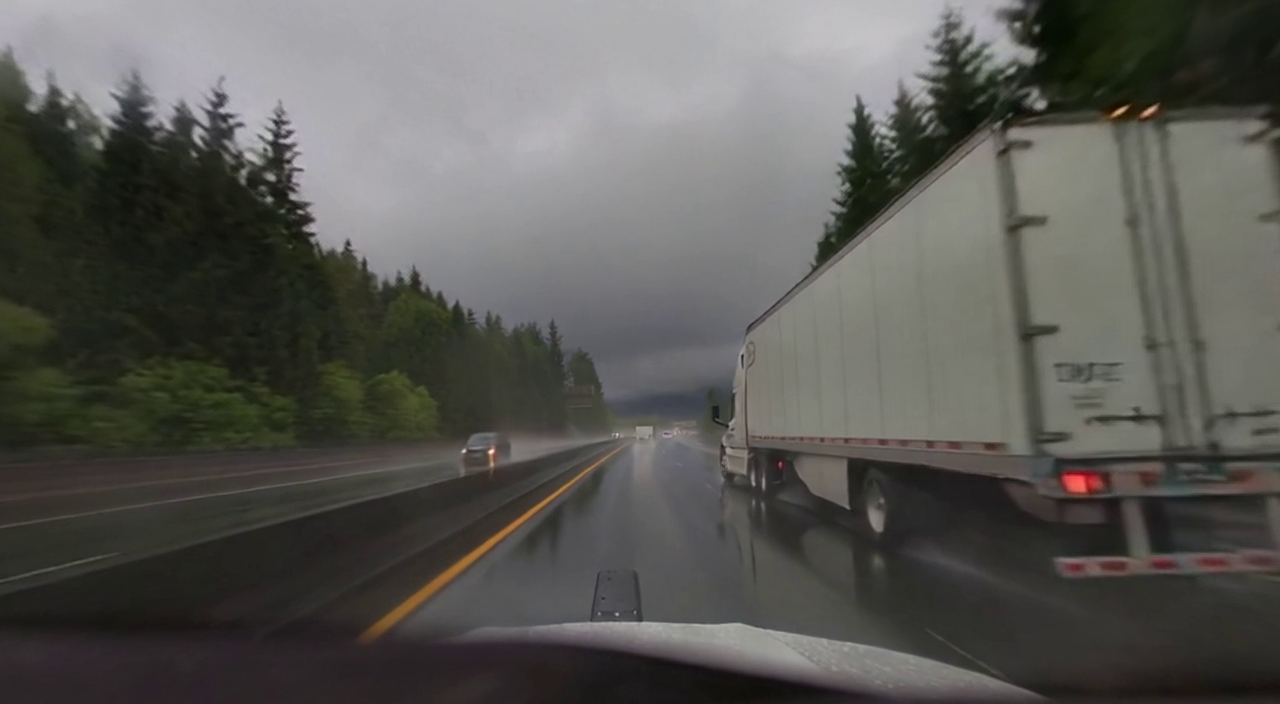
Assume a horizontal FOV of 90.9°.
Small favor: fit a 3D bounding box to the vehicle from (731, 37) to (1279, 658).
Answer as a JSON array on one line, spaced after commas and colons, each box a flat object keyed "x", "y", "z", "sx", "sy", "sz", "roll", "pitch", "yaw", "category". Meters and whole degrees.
[{"x": 4.260, "y": 0.753, "z": 10.989, "sx": 2.951, "sy": 4.007, "sz": 13.976, "roll": 0, "pitch": -7, "yaw": -1, "category": "vehicle"}]
